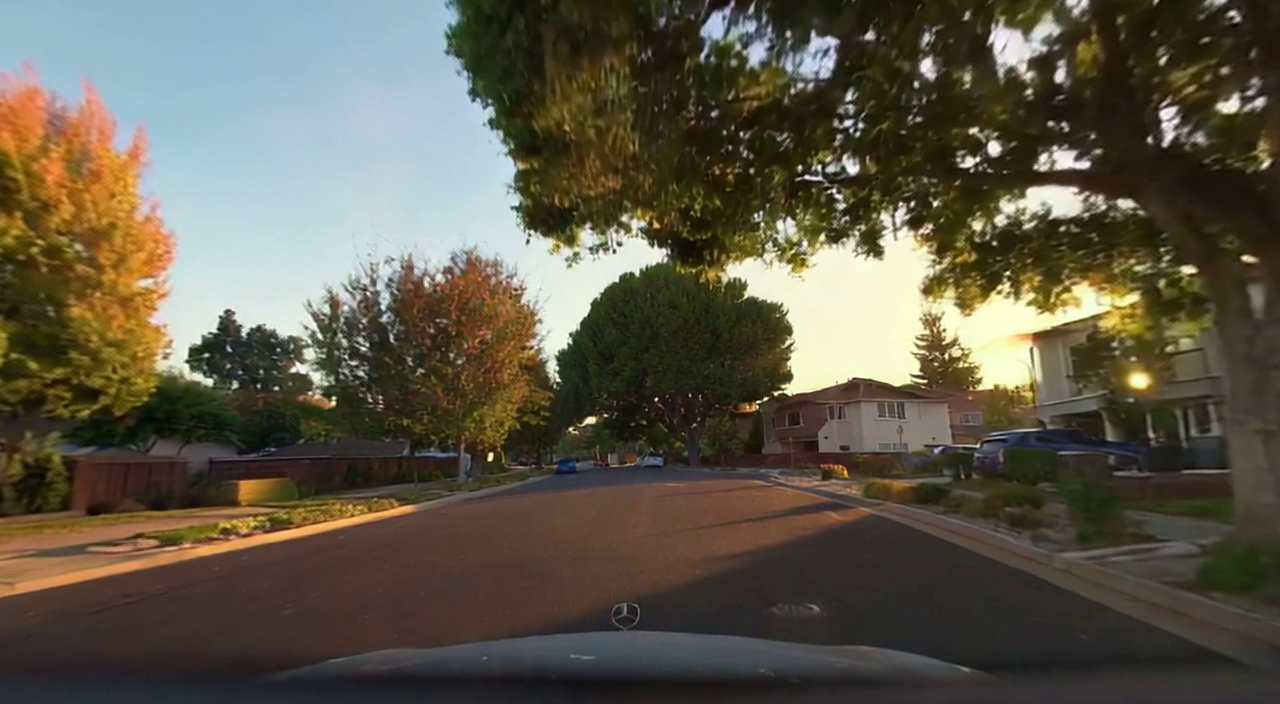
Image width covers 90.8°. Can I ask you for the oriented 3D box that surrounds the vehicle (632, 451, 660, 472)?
[{"bbox_3d":[0.421,8.431,48.825,2.064,1.477,3.968,0,-9,0],"label":"vehicle"}]
